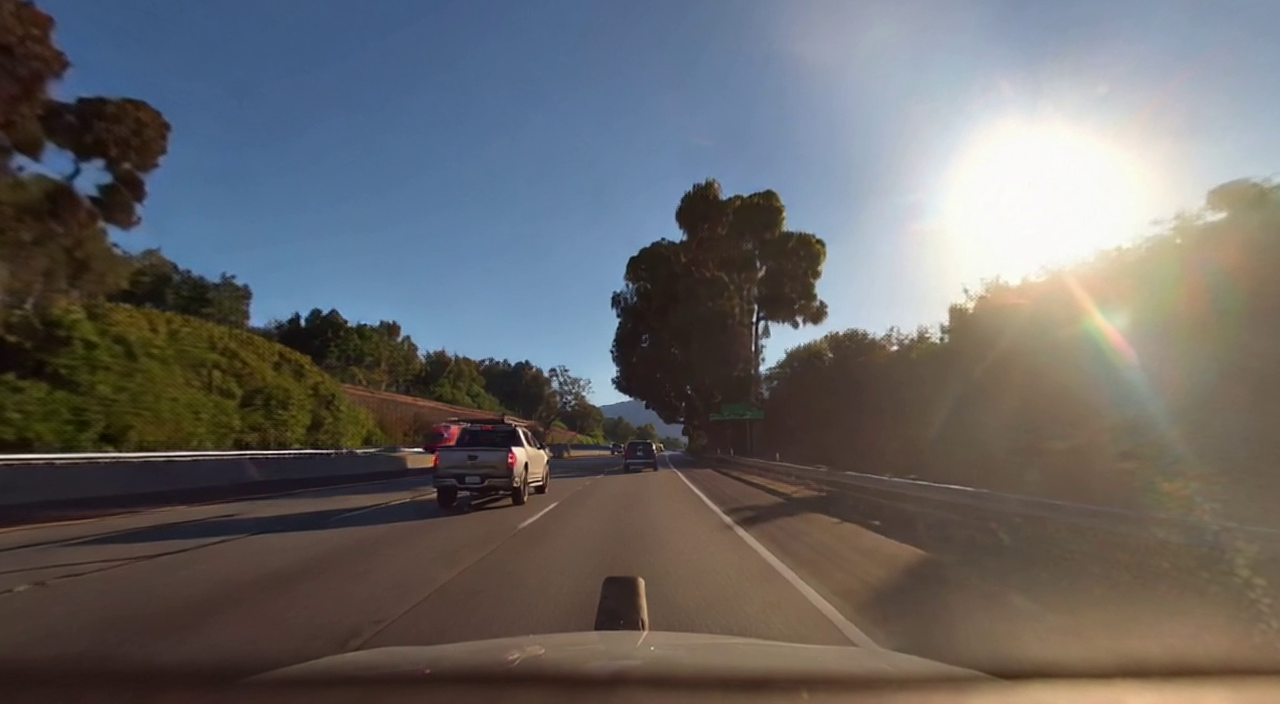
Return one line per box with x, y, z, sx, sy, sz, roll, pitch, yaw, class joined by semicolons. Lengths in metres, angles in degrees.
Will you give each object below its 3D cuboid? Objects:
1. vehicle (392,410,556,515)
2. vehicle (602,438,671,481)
-3.445;2.443;14.312;2.250;1.947;4.860;0;-9;2;vehicle
-0.099;4.623;27.475;2.715;1.669;5.163;0;-9;1;vehicle
